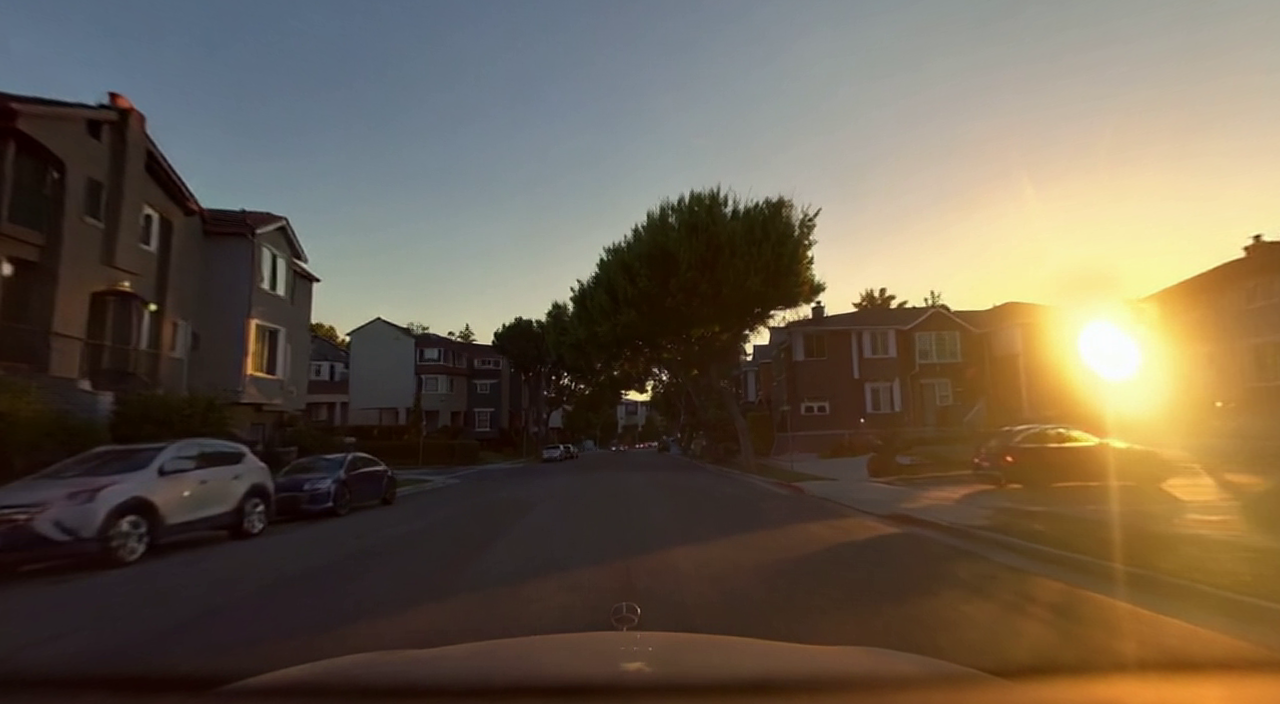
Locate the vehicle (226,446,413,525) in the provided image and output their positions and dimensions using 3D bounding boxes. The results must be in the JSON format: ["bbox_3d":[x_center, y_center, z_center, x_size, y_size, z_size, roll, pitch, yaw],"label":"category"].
[{"bbox_3d":[-7.208,3.016,14.863,1.912,1.466,4.754,-2,-9,1],"label":"vehicle"}]

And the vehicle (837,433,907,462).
[{"bbox_3d":[13.151,5.488,36.074,2.068,1.522,4.810,0,-9,-2],"label":"vehicle"}]

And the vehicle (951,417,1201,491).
[{"bbox_3d":[10.850,2.575,16.013,4.726,1.731,2.075,0,-9,3],"label":"vehicle"}]

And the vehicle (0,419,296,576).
[{"bbox_3d":[-7.446,2.066,9.455,2.136,1.758,4.297,-2,-10,-1],"label":"vehicle"}]

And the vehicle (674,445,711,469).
[{"bbox_3d":[3.417,6.915,41.735,1.956,1.468,4.698,0,-9,-2],"label":"vehicle"}]
